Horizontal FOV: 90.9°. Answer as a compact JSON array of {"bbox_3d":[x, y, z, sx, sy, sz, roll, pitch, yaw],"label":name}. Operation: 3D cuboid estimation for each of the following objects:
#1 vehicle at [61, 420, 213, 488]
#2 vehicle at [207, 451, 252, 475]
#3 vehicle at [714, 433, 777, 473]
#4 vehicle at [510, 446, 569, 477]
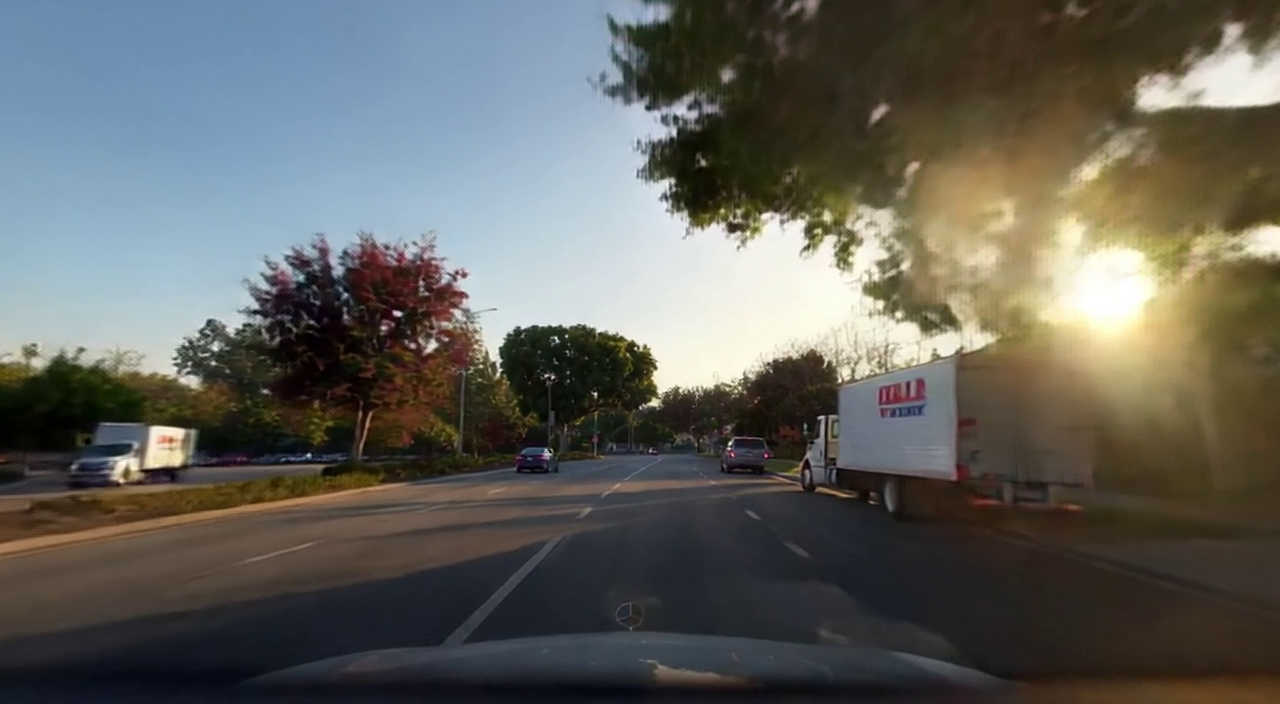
[{"bbox_3d":[-22.546,4.594,28.728,2.421,2.746,5.968,1,-8,-6],"label":"vehicle"},{"bbox_3d":[-30.551,8.195,46.856,2.118,1.670,4.487,7,-11,-40],"label":"vehicle"},{"bbox_3d":[5.751,5.636,35.380,2.695,2.013,6.661,0,-8,3],"label":"vehicle"},{"bbox_3d":[-5.154,5.654,32.914,2.060,1.473,4.645,0,-8,3],"label":"vehicle"}]
